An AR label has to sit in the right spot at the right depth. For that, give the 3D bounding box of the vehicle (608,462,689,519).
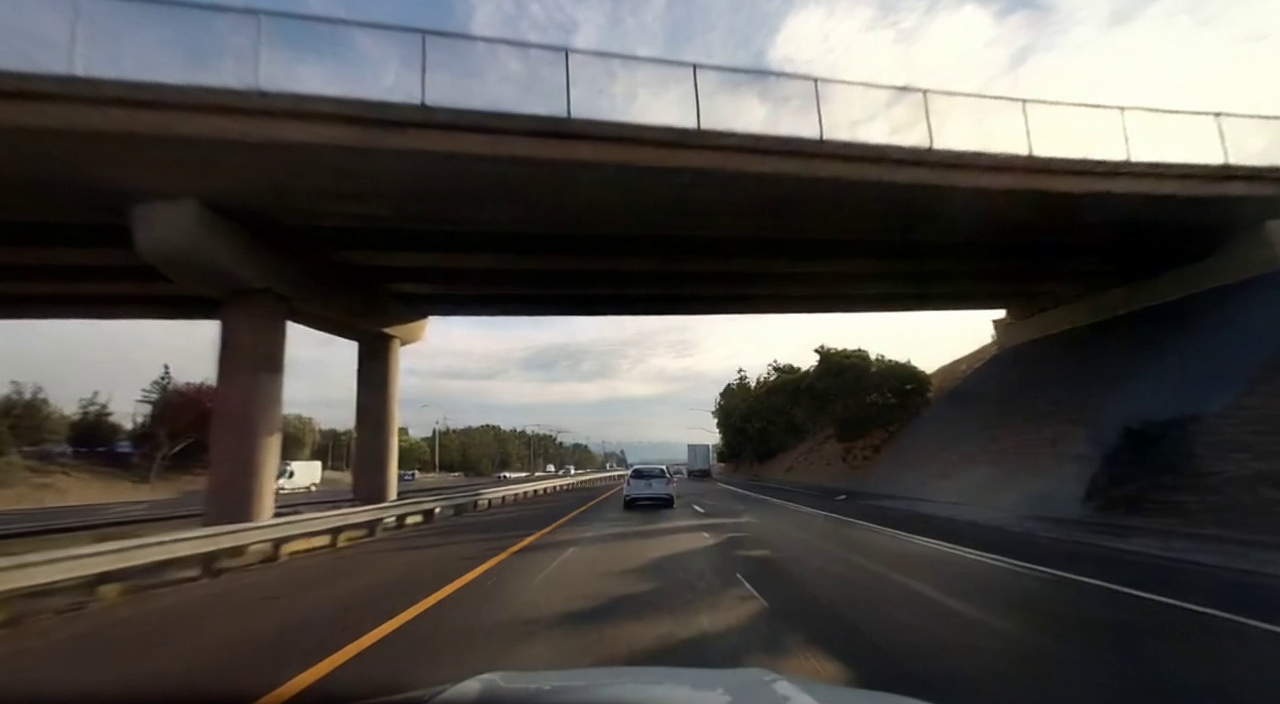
[{"bbox_3d":[0.237,4.049,18.673,2.156,1.444,3.762,1,-11,0],"label":"vehicle"}]
